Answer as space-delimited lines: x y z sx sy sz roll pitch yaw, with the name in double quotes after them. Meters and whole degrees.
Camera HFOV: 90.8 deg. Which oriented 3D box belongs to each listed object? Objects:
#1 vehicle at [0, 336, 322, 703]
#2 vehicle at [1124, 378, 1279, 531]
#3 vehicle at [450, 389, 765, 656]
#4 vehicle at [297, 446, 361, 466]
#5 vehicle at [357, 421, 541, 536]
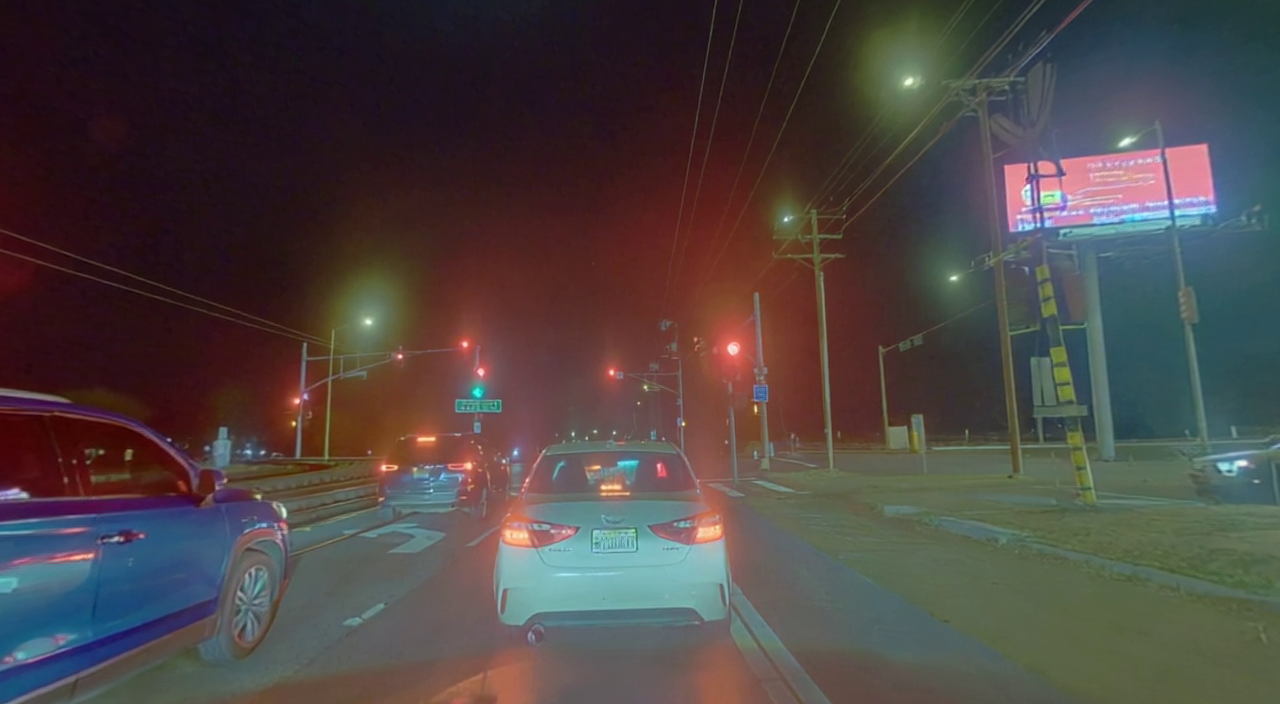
-3.926 0.885 3.117 2.052 1.814 5.184 0 -9 -1 "vehicle"
9.617 1.315 8.197 5.060 1.702 2.033 1 -9 -4 "vehicle"
-0.209 1.379 5.995 2.025 1.723 3.644 0 -9 0 "vehicle"
-24.176 8.081 49.094 4.357 1.444 1.842 -3 -9 19 "vehicle"
-3.147 2.185 11.508 1.988 1.678 4.317 0 -9 0 "vehicle"
